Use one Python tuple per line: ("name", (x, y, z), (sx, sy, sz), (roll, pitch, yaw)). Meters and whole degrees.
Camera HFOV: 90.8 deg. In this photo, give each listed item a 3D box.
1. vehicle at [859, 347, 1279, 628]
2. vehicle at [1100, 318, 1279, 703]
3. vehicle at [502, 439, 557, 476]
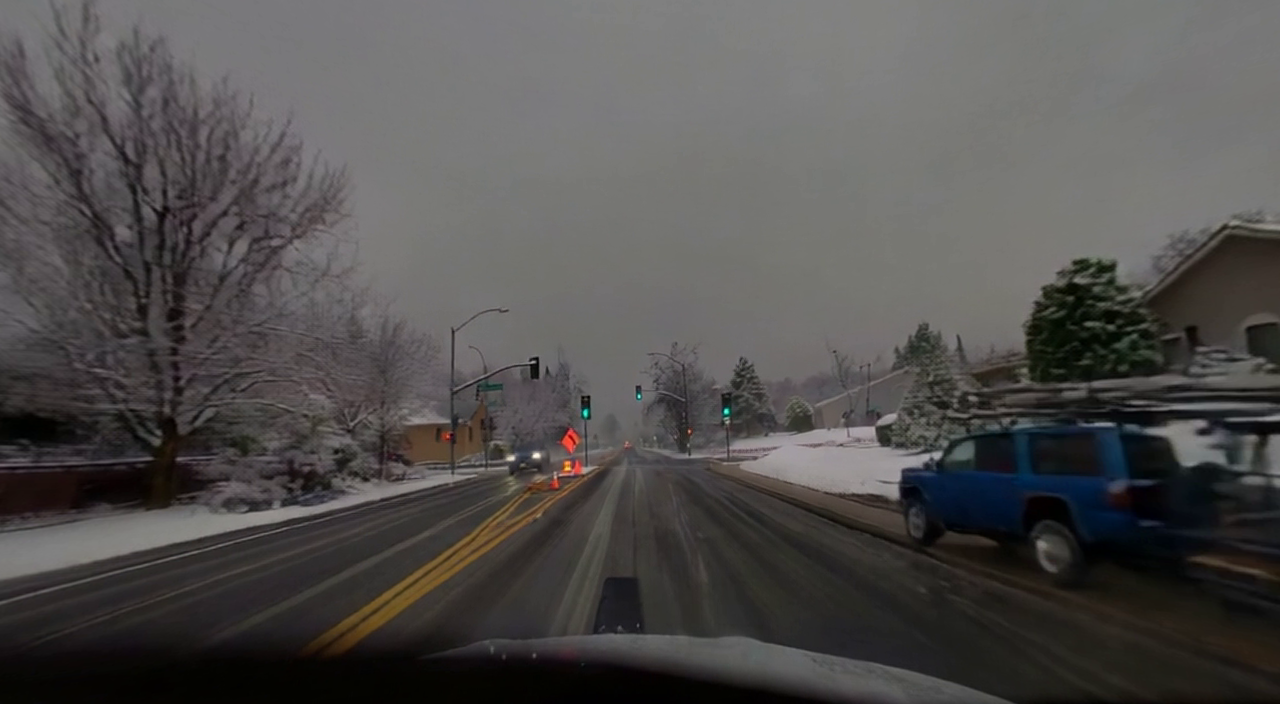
("vehicle", (4.635, 1.401, 7.498), (2.404, 2.054, 5.588), (-1, -9, 4))
("vehicle", (4.275, 0.729, 2.659), (2.241, 1.935, 3.270), (-1, -9, 4))
("vehicle", (-6.046, 5.852, 35.235), (2.240, 1.879, 4.847), (0, -9, -1))
